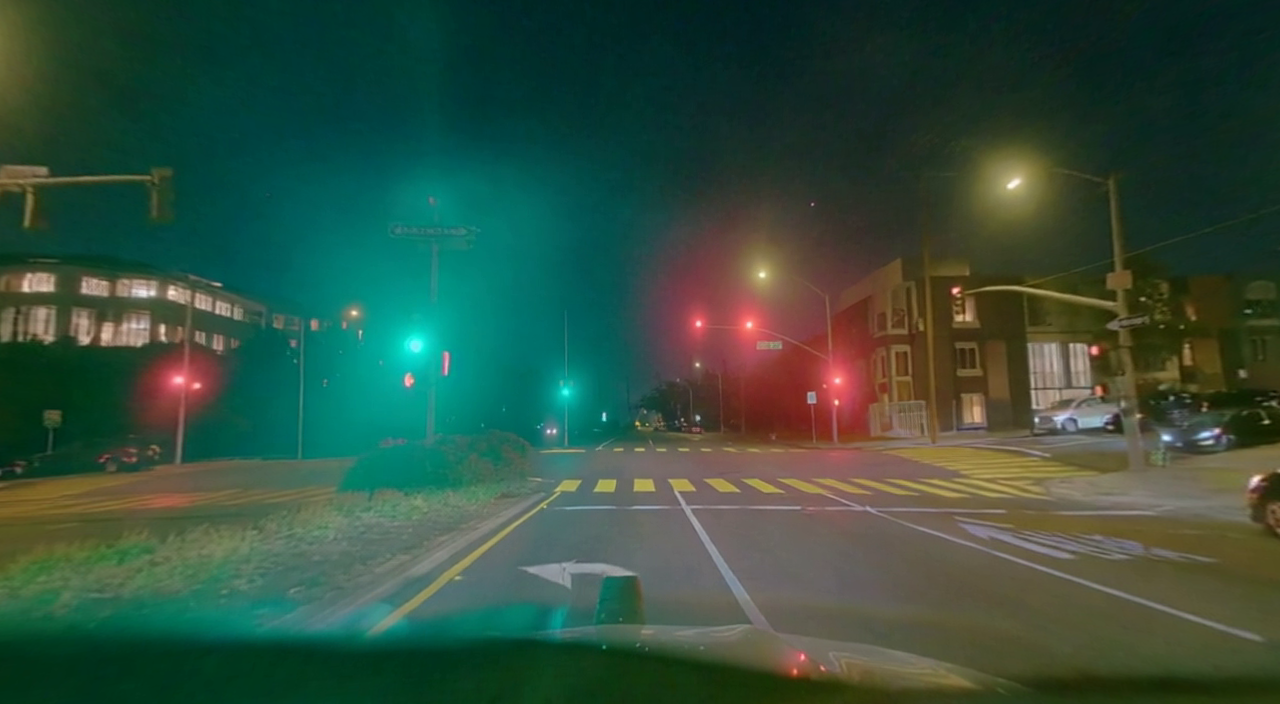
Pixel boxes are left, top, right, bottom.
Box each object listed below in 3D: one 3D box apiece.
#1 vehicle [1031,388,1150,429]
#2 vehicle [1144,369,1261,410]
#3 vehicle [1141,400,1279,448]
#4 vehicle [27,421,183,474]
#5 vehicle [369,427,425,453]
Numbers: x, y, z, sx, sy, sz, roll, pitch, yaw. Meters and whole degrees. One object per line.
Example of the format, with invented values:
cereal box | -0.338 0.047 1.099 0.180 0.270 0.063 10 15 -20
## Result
vehicle | 22.164 2.765 31.190 4.531 1.753 1.964 -2 -2 -5
vehicle | 27.903 1.851 31.438 3.978 1.843 1.874 -2 -2 1
vehicle | 19.678 2.419 21.041 4.341 1.481 1.837 0 -9 -1
vehicle | -25.797 4.618 30.635 5.319 2.388 2.288 0 -9 -1
vehicle | -18.562 6.762 48.520 2.225 1.871 5.189 0 -9 -1
